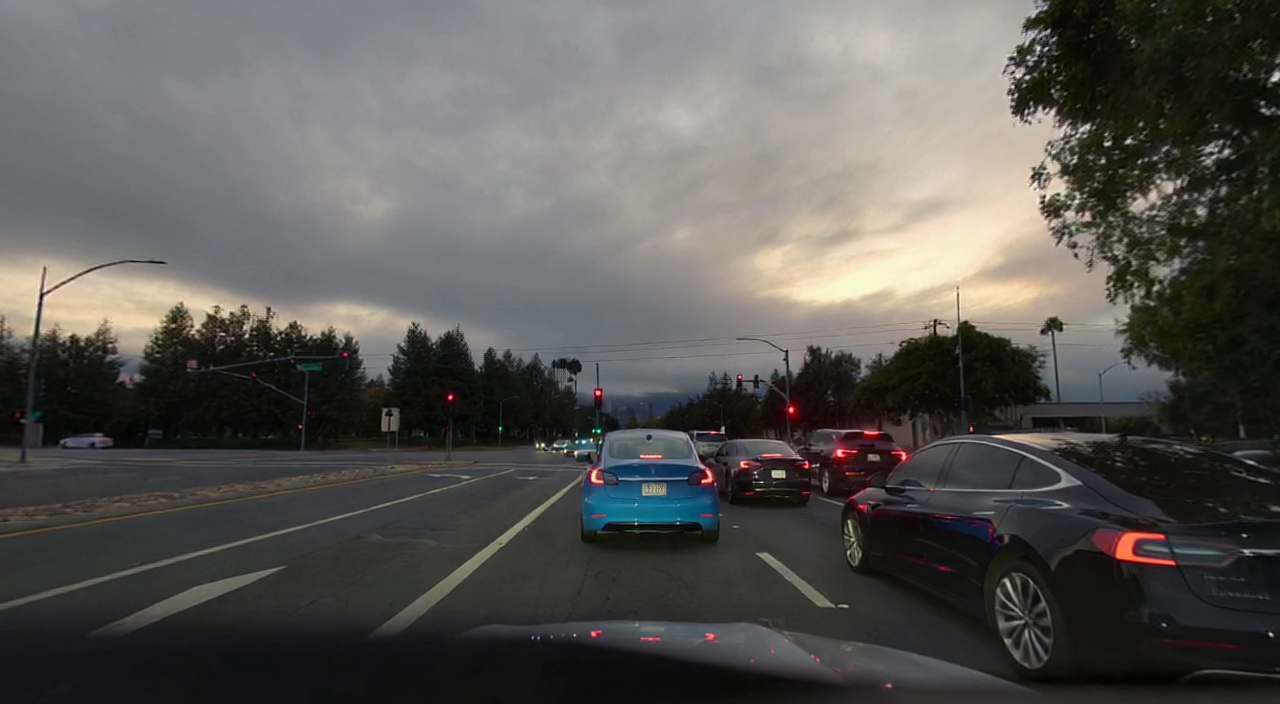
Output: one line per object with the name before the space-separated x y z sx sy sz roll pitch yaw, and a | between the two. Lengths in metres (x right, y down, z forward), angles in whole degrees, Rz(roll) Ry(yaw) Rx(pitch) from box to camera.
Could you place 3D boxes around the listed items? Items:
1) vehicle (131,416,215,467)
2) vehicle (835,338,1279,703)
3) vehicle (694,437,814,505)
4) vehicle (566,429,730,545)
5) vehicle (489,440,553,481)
vehicle | -29.253 5.618 39.703 2.608 2.990 3.026 2 -8 3
vehicle | 3.179 1.106 4.304 2.167 1.676 4.443 0 -8 -1
vehicle | 2.692 2.931 16.026 2.058 1.466 4.208 0 -8 -3
vehicle | 0.026 2.081 10.461 2.147 1.499 4.240 0 -8 -2
vehicle | -4.639 4.283 25.241 1.972 1.457 4.171 0 -8 -4
